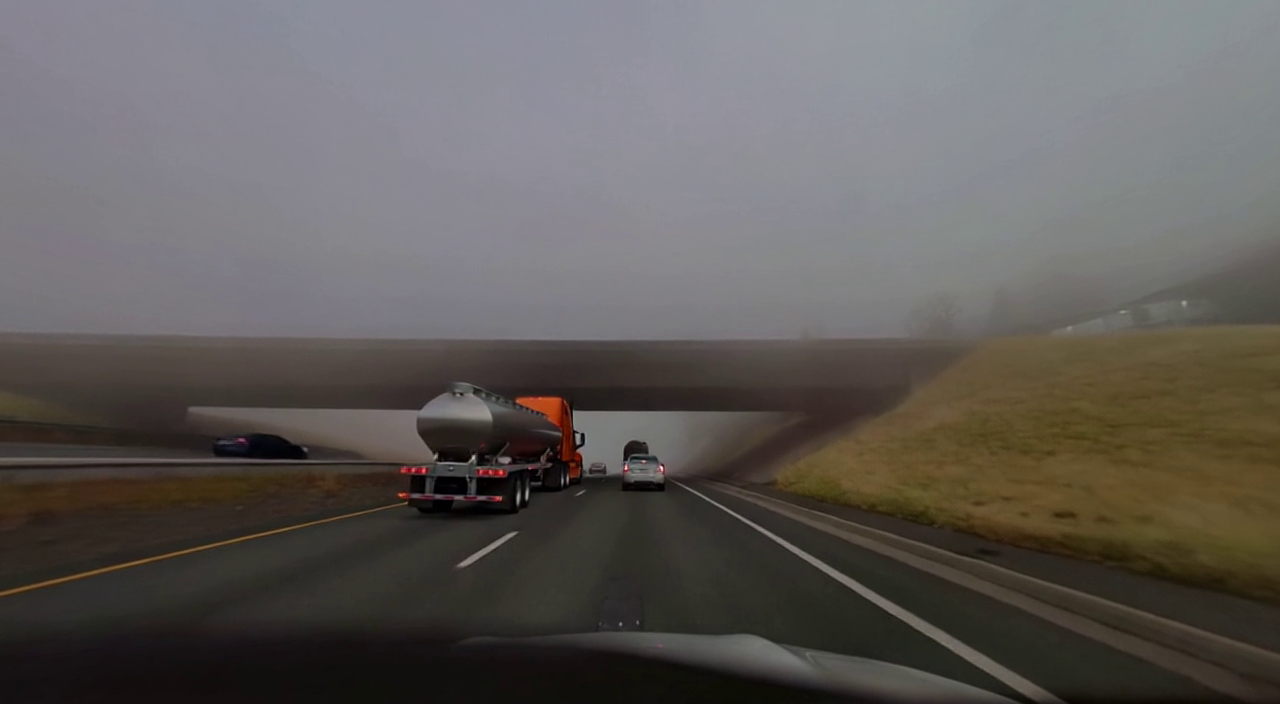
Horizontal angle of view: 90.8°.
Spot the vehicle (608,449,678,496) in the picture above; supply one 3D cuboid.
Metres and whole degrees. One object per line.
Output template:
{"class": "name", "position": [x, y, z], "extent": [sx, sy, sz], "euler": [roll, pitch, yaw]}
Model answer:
{"class": "vehicle", "position": [0.059, 4.138, 22.137], "extent": [2.215, 1.481, 4.246], "euler": [0, -9, -1]}

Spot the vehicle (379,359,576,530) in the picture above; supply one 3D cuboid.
{"class": "vehicle", "position": [-4.132, 3.011, 20.570], "extent": [2.896, 3.563, 14.643], "euler": [0, -9, -1]}
